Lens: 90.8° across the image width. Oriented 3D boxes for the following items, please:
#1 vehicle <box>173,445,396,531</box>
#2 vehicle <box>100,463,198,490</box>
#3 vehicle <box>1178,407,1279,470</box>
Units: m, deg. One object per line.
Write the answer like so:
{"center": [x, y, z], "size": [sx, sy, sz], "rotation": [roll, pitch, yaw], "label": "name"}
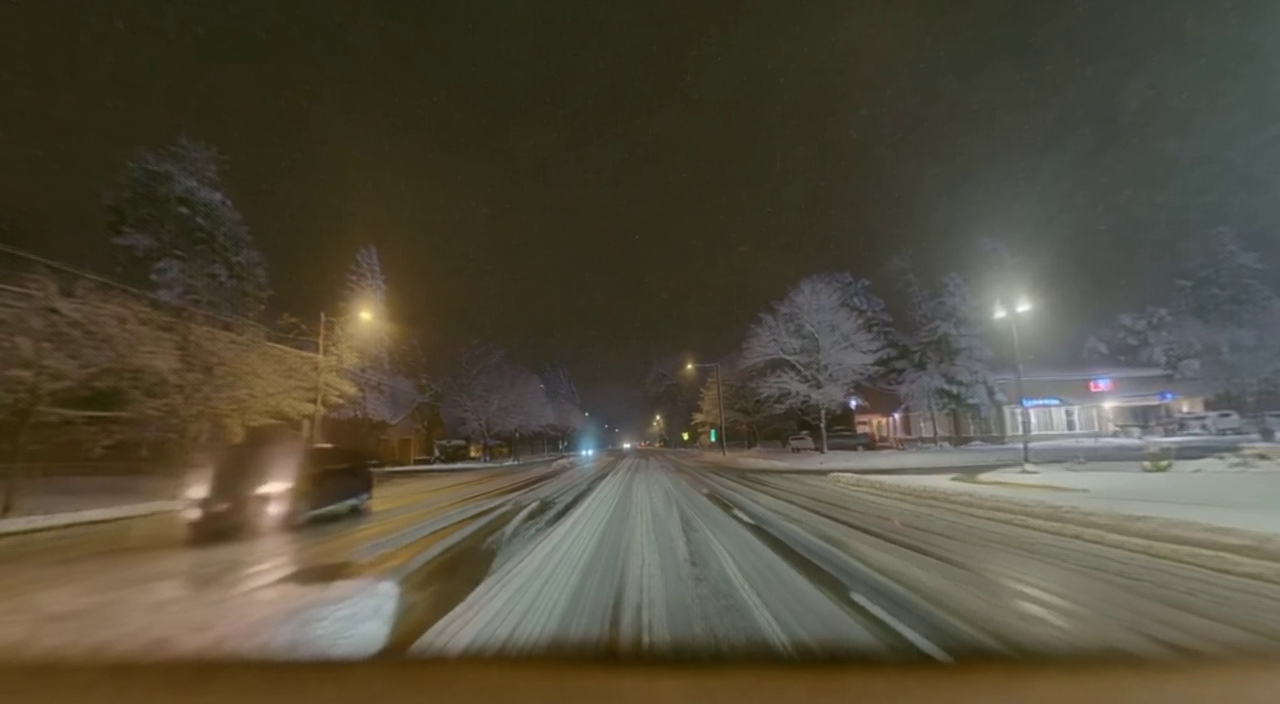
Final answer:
{"center": [-7.190, 2.749, 13.499], "size": [2.079, 1.489, 4.515], "rotation": [0, -8, 1], "label": "vehicle"}
{"center": [-29.028, 7.362, 37.449], "size": [4.279, 1.437, 1.872], "rotation": [-1, -8, 3], "label": "vehicle"}
{"center": [16.541, 2.143, 15.696], "size": [4.506, 1.461, 1.955], "rotation": [0, -8, -1], "label": "vehicle"}
